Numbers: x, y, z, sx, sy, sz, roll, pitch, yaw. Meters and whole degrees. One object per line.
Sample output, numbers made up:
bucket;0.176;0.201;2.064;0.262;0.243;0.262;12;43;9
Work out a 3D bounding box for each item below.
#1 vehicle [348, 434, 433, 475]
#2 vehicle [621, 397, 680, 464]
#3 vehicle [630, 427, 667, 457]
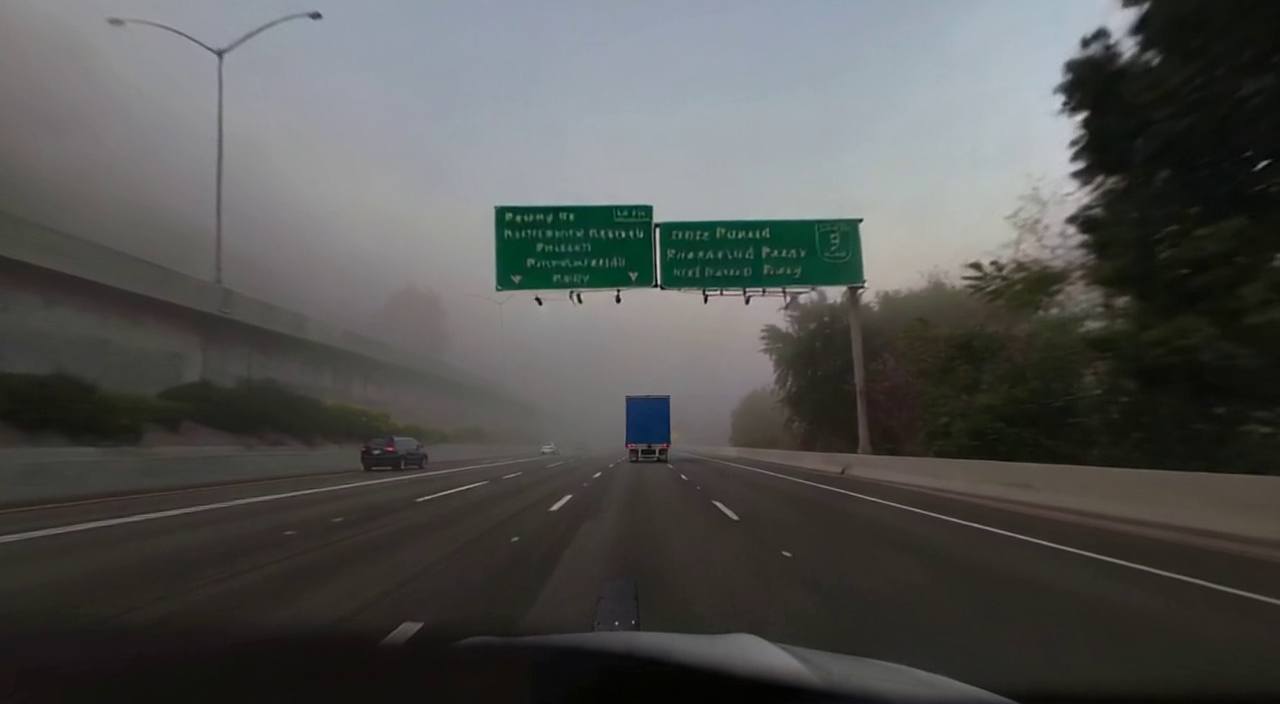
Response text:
vehicle;-10.508;4.343;26.936;1.919;1.625;4.183;0;-8;0
vehicle;0.399;5.195;40.664;3.233;3.678;11.032;0;-9;-2
vehicle;0.436;5.346;37.452;2.052;1.666;4.358;0;-9;0
